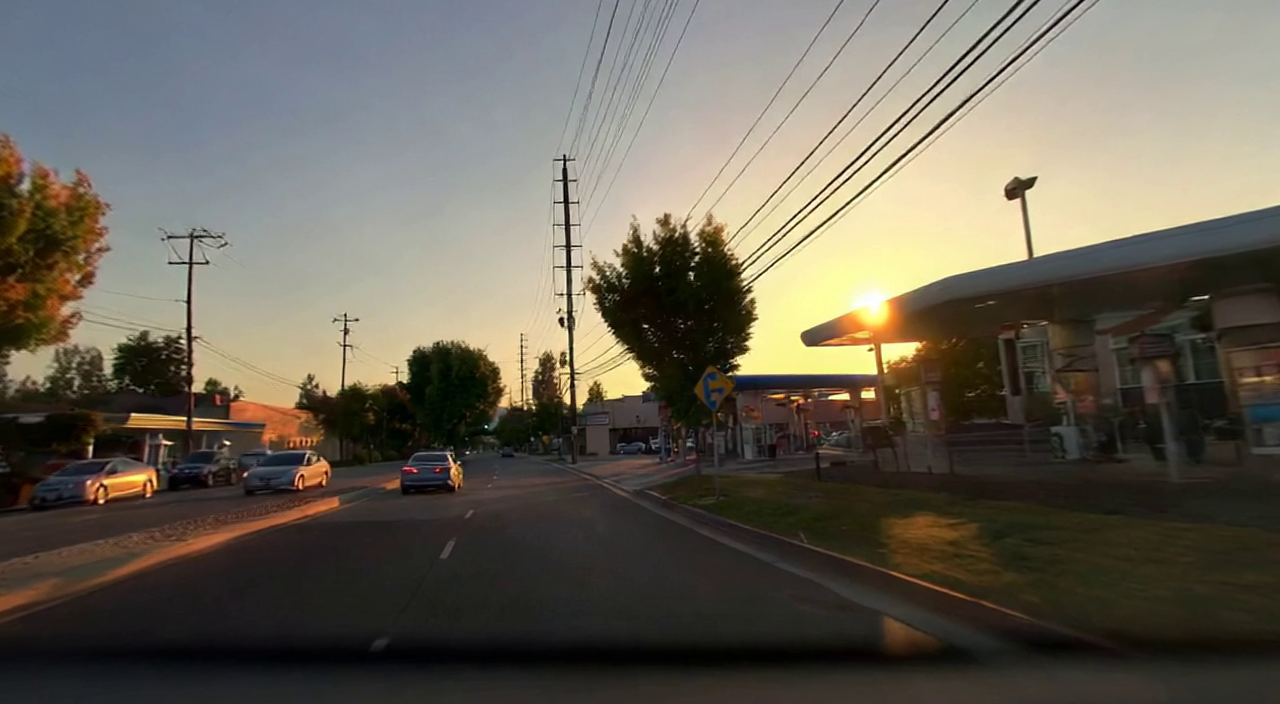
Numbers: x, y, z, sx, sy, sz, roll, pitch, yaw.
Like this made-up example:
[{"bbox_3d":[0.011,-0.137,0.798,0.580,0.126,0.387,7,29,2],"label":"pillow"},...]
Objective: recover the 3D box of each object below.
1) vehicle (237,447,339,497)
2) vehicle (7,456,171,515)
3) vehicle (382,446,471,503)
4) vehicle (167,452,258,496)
[{"bbox_3d":[-13.073,4.430,23.777,2.129,1.655,4.442,2,-9,-13],"label":"vehicle"},{"bbox_3d":[-19.767,4.744,23.006,2.276,1.760,4.779,1,-9,-11],"label":"vehicle"},{"bbox_3d":[-6.385,3.648,19.323,2.073,1.525,3.968,1,-9,-12],"label":"vehicle"},{"bbox_3d":[-23.022,6.549,34.239,2.336,2.092,4.625,1,-8,-11],"label":"vehicle"}]
